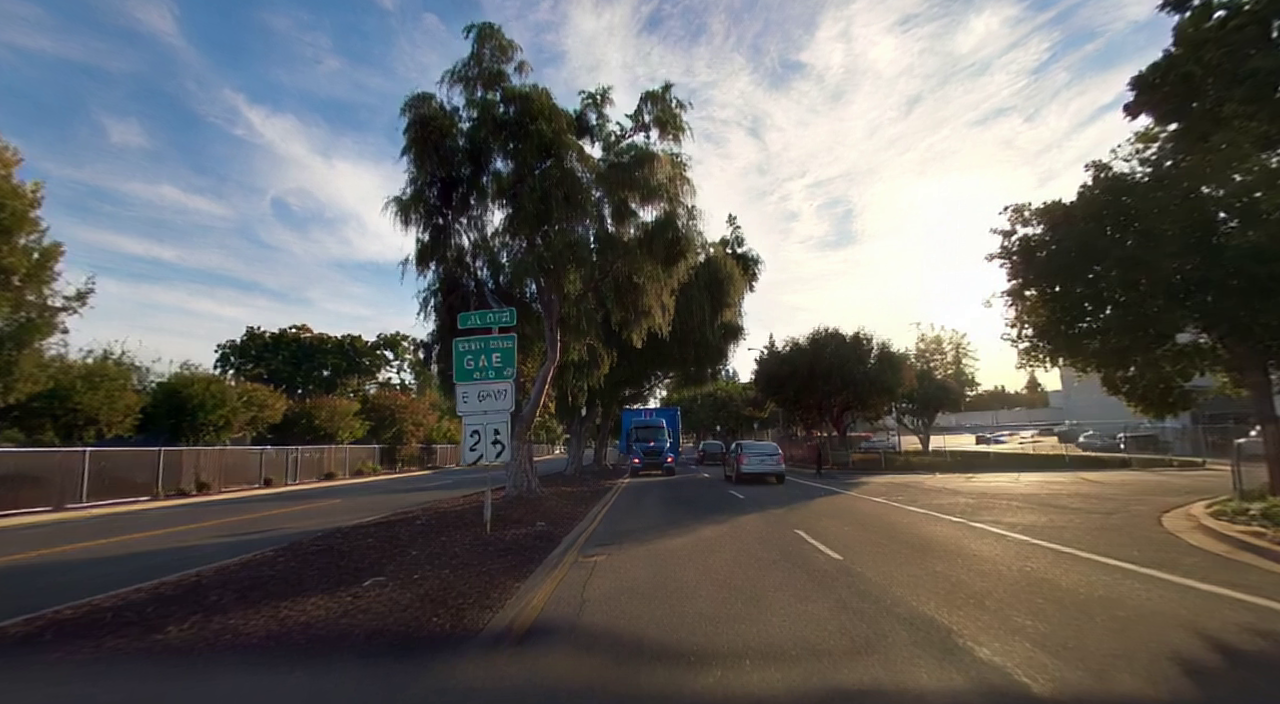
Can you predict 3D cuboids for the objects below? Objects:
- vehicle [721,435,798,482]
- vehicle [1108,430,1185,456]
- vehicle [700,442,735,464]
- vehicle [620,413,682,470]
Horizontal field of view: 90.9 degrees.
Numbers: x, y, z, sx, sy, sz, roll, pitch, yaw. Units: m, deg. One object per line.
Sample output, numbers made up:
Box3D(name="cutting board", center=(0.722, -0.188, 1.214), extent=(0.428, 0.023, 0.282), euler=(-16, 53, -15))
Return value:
Box3D(name="vehicle", center=(4.592, 4.181, 24.957), extent=(2.151, 1.662, 4.543), euler=(0, -8, 0))
Box3D(name="vehicle", center=(37.477, 6.798, 46.865), extent=(2.389, 1.806, 5.792), euler=(-3, -9, 18))
Box3D(name="vehicle", center=(5.530, 7.273, 45.392), extent=(2.018, 1.473, 4.343), euler=(0, -9, 1))
Box3D(name="vehicle", center=(0.665, 5.208, 36.649), extent=(3.197, 2.963, 7.055), euler=(0, -9, 1))
